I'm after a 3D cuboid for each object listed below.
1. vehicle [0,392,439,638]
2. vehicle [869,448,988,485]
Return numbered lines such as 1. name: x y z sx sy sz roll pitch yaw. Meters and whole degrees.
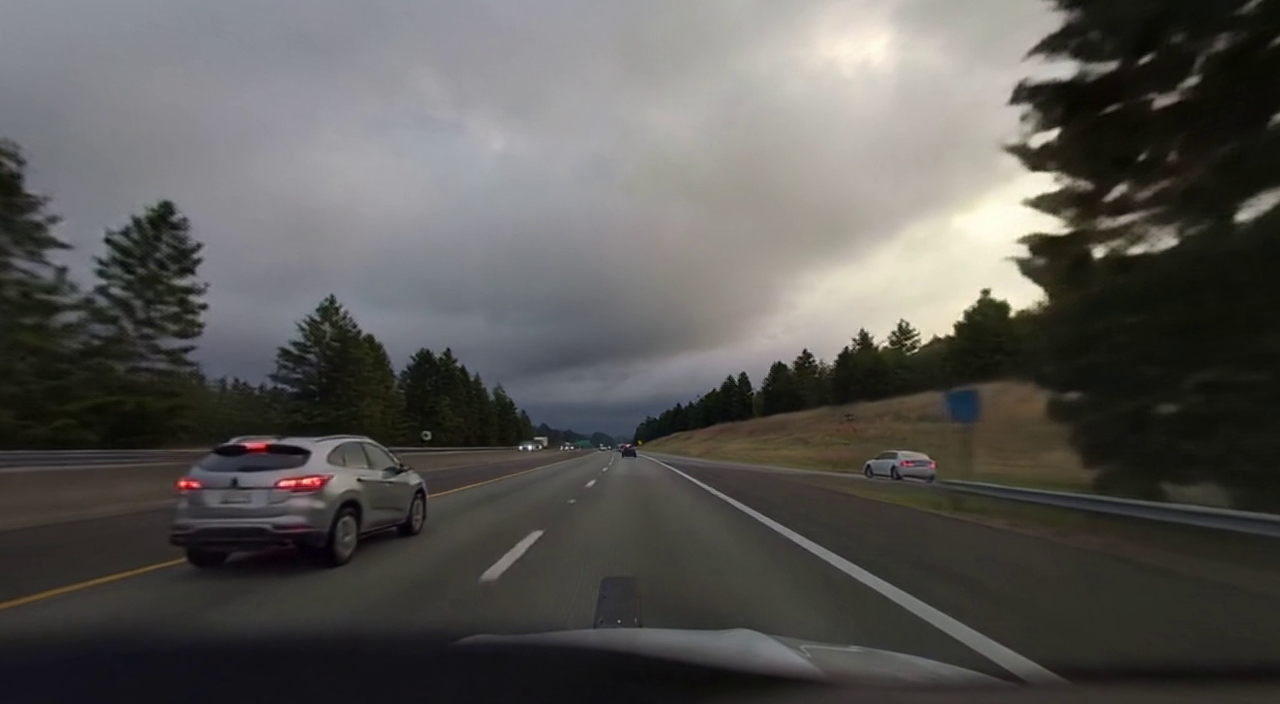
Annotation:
1. vehicle: -3.951 1.493 6.734 2.111 1.717 4.426 0 -9 0
2. vehicle: 13.412 5.324 29.599 2.117 1.558 4.736 4 -10 -26
